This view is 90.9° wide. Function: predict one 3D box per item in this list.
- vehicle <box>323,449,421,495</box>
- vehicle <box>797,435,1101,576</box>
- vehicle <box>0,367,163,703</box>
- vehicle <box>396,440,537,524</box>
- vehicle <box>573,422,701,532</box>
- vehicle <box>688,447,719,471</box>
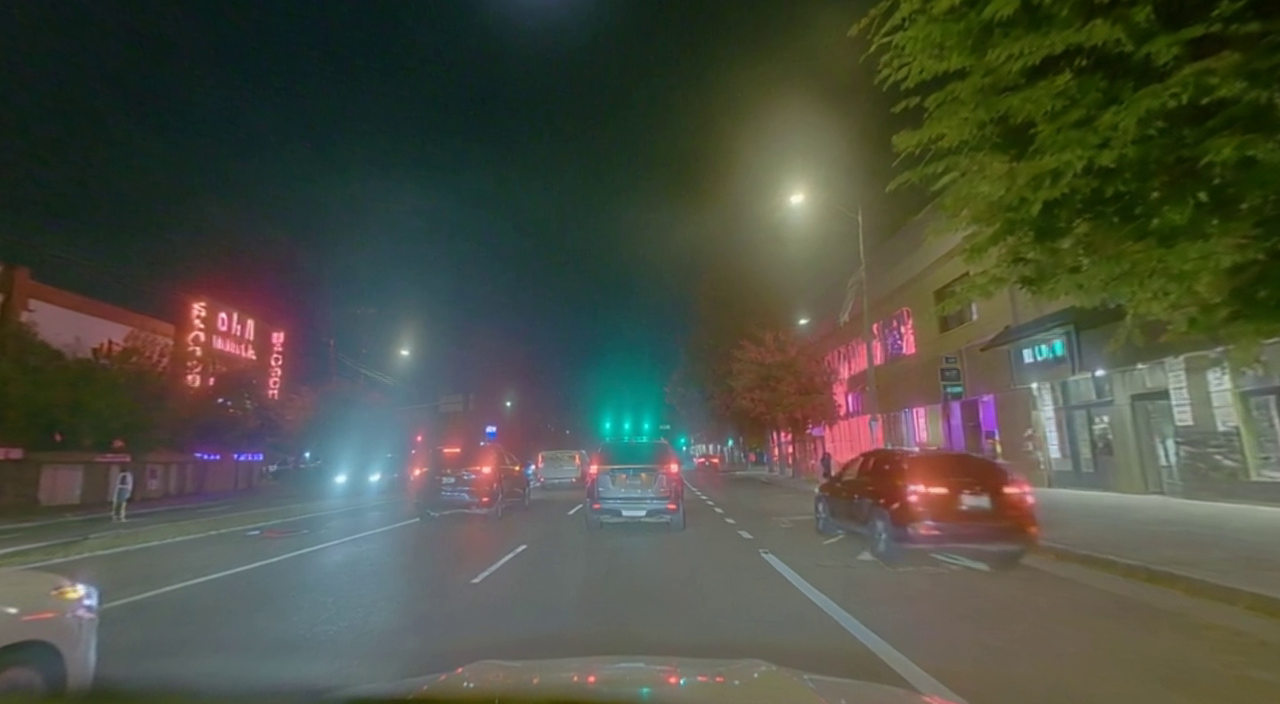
[{"bbox_3d":[-11.252,5.043,26.867,2.103,1.755,4.551,0,-9,1],"label":"vehicle"},{"bbox_3d":[3.818,1.958,8.951,1.986,1.457,4.566,0,-9,0],"label":"vehicle"},{"bbox_3d":[-3.351,0.643,0.756,1.975,1.624,4.481,0,-9,1],"label":"vehicle"},{"bbox_3d":[-3.711,2.824,14.344,1.886,1.599,4.247,0,-8,1],"label":"vehicle"},{"bbox_3d":[-0.036,2.331,12.308,2.075,1.770,4.018,0,-8,0],"label":"vehicle"},{"bbox_3d":[4.251,7.193,42.592,1.878,1.526,4.736,0,-9,4],"label":"vehicle"}]
